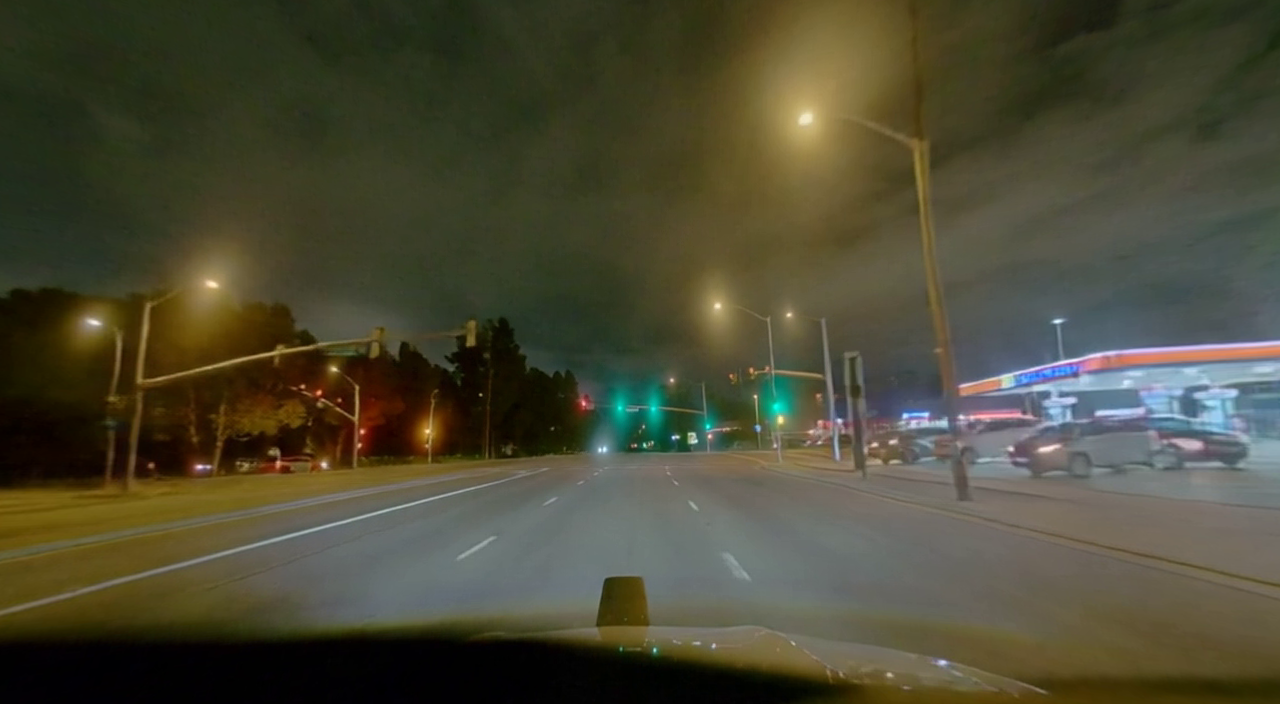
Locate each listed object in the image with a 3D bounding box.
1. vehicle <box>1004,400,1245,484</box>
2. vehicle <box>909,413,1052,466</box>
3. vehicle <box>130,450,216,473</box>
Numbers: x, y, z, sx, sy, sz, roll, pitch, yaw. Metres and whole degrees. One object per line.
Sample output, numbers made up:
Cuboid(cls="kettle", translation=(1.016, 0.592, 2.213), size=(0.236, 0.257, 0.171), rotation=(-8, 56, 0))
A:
Cuboid(cls="vehicle", translation=(13.302, 2.499, 17.591), size=(4.821, 1.788, 2.132), rotation=(-5, -7, 1))
Cuboid(cls="vehicle", translation=(13.487, 3.524, 25.255), size=(4.454, 1.990, 2.124), rotation=(-1, -8, 6))
Cuboid(cls="vehicle", translation=(-35.420, 8.317, 47.908), size=(4.774, 1.672, 1.936), rotation=(1, -8, -6))
